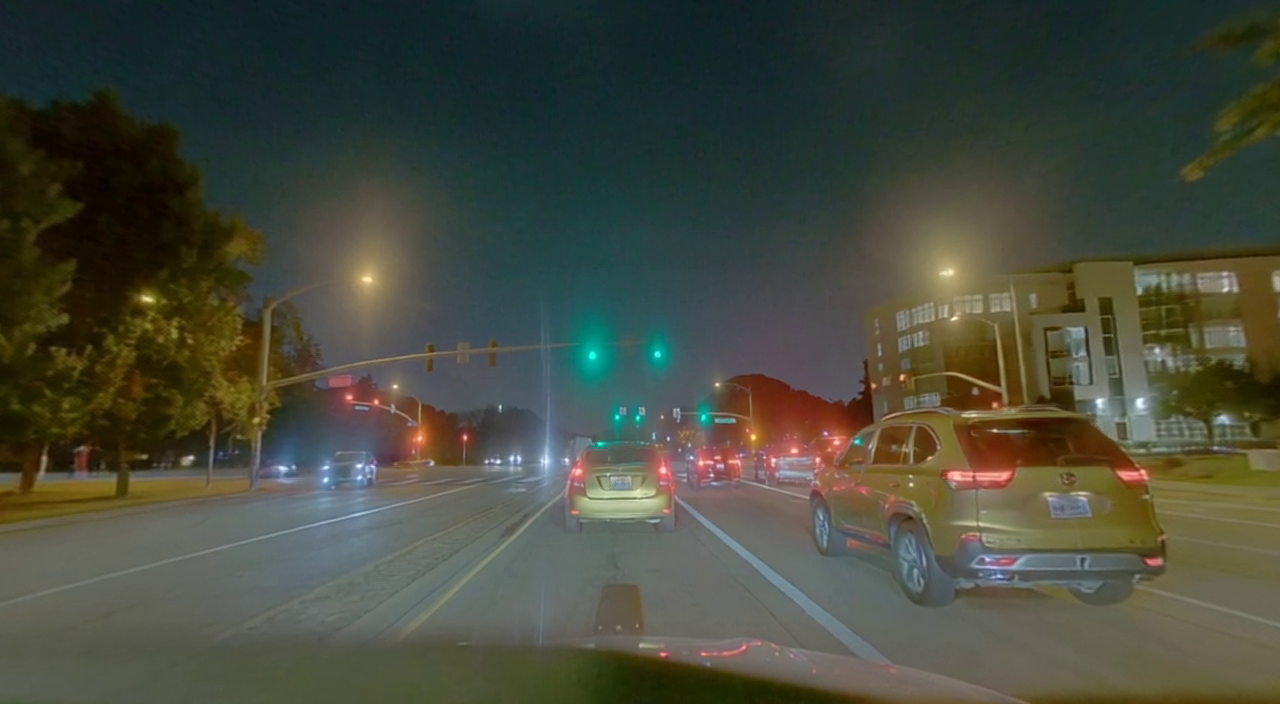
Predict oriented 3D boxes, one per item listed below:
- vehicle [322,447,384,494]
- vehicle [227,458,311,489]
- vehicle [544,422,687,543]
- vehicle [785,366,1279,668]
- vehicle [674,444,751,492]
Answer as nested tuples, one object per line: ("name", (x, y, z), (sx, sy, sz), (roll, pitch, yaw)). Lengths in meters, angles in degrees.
("vehicle", (-13.540, 5.475, 29.672), (2.354, 1.949, 4.905), (4, -9, -25))
("vehicle", (-23.901, 7.792, 40.690), (4.802, 1.771, 2.060), (-4, -9, 22))
("vehicle", (-0.388, 2.172, 11.151), (2.039, 1.698, 4.144), (0, -9, -1))
("vehicle", (3.096, 1.305, 6.064), (2.228, 1.798, 4.370), (0, -9, -2))
("vehicle", (2.378, 3.927, 21.838), (1.900, 1.459, 4.260), (0, -9, -3))
